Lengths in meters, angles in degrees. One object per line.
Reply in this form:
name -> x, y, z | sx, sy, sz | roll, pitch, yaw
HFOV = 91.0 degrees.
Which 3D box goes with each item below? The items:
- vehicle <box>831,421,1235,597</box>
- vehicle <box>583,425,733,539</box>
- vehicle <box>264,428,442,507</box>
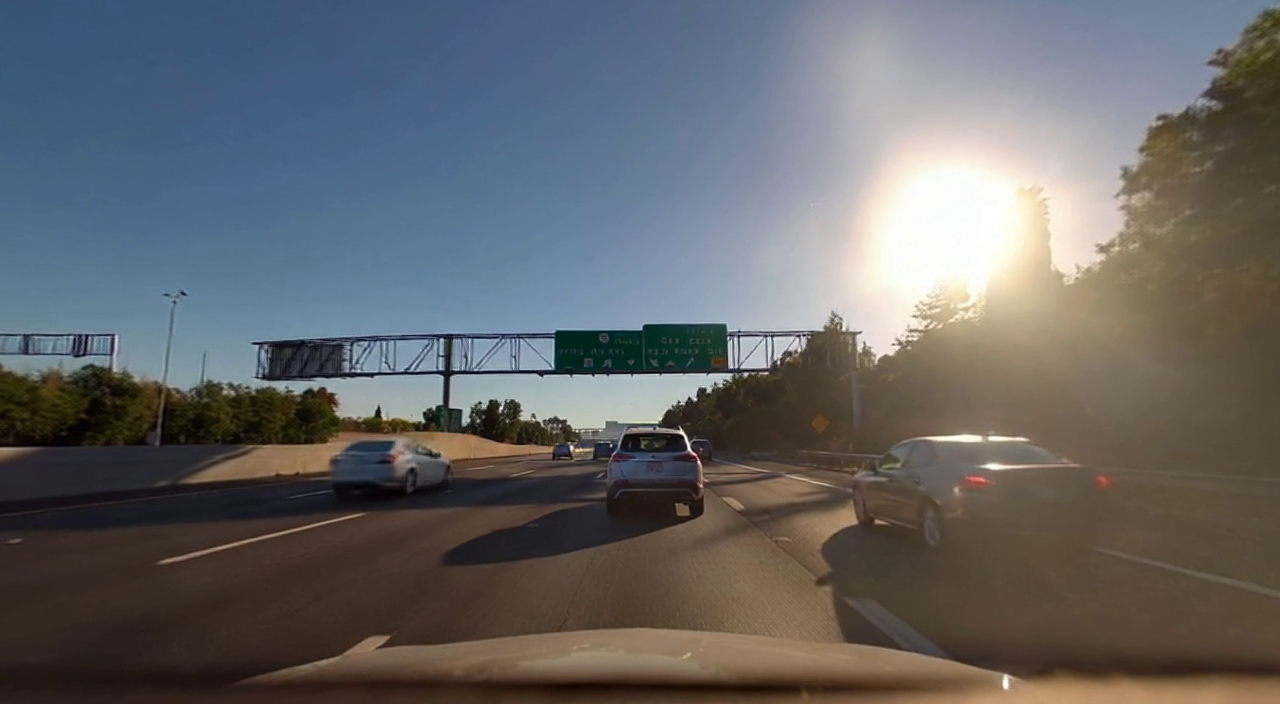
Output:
vehicle -> 4.106, 1.703, 7.836 | 2.002, 1.499, 4.710 | 0, -8, 0
vehicle -> 0.252, 2.072, 10.616 | 2.044, 1.554, 3.824 | 0, -8, 0
vehicle -> -6.763, 2.774, 15.588 | 2.127, 1.644, 4.631 | 0, -9, 1
